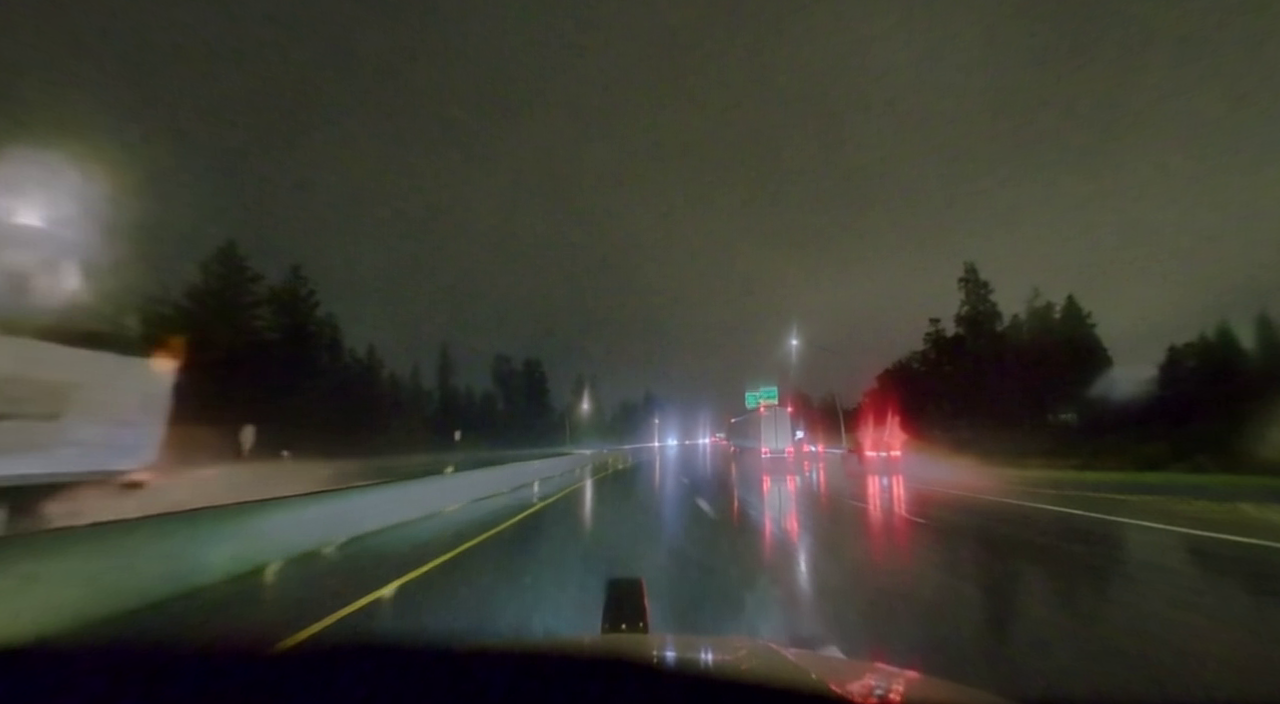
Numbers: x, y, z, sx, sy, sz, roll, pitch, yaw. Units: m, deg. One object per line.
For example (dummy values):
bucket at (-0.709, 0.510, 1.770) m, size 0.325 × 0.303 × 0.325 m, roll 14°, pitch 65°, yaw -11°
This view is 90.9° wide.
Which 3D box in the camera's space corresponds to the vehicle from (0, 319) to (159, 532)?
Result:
vehicle at (-14.623, 0.853, 8.420) m, size 2.913 × 4.308 × 16.896 m, roll 0°, pitch -8°, yaw 1°
